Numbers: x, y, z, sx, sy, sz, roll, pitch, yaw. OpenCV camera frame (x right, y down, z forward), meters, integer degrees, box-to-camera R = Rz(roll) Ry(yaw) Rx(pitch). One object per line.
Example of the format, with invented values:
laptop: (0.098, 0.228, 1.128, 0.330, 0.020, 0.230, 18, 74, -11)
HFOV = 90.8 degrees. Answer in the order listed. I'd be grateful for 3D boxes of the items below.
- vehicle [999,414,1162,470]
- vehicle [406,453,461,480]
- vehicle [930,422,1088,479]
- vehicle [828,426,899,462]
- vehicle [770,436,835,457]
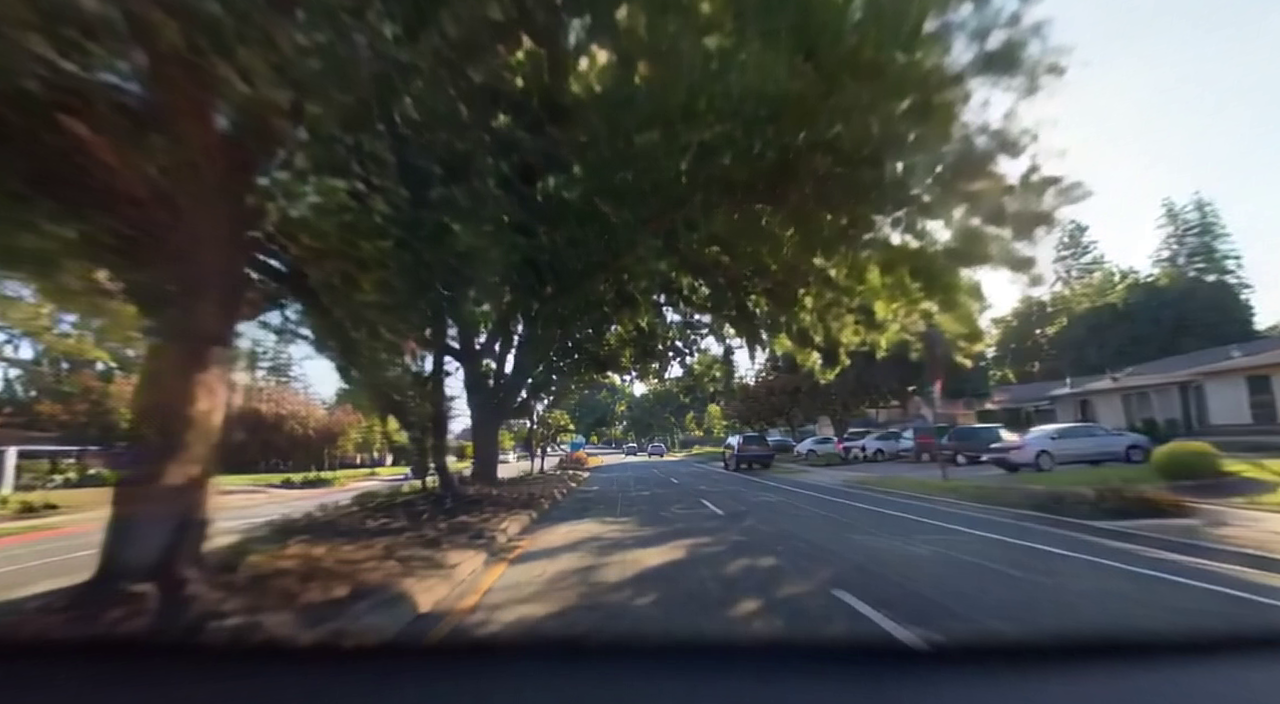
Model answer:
vehicle: (13.184, 2.760, 19.306, 1.889, 1.499, 4.218, 0, -8, 0)
vehicle: (-12.310, 6.841, 37.941, 1.851, 1.459, 4.295, 0, -8, -1)
vehicle: (10.677, 2.913, 18.772, 1.847, 1.455, 4.650, 0, -8, -1)
vehicle: (11.396, 4.740, 32.587, 2.044, 1.716, 4.637, 0, -8, 1)
vehicle: (11.970, 6.968, 46.673, 4.237, 1.476, 1.743, 0, -8, -1)
